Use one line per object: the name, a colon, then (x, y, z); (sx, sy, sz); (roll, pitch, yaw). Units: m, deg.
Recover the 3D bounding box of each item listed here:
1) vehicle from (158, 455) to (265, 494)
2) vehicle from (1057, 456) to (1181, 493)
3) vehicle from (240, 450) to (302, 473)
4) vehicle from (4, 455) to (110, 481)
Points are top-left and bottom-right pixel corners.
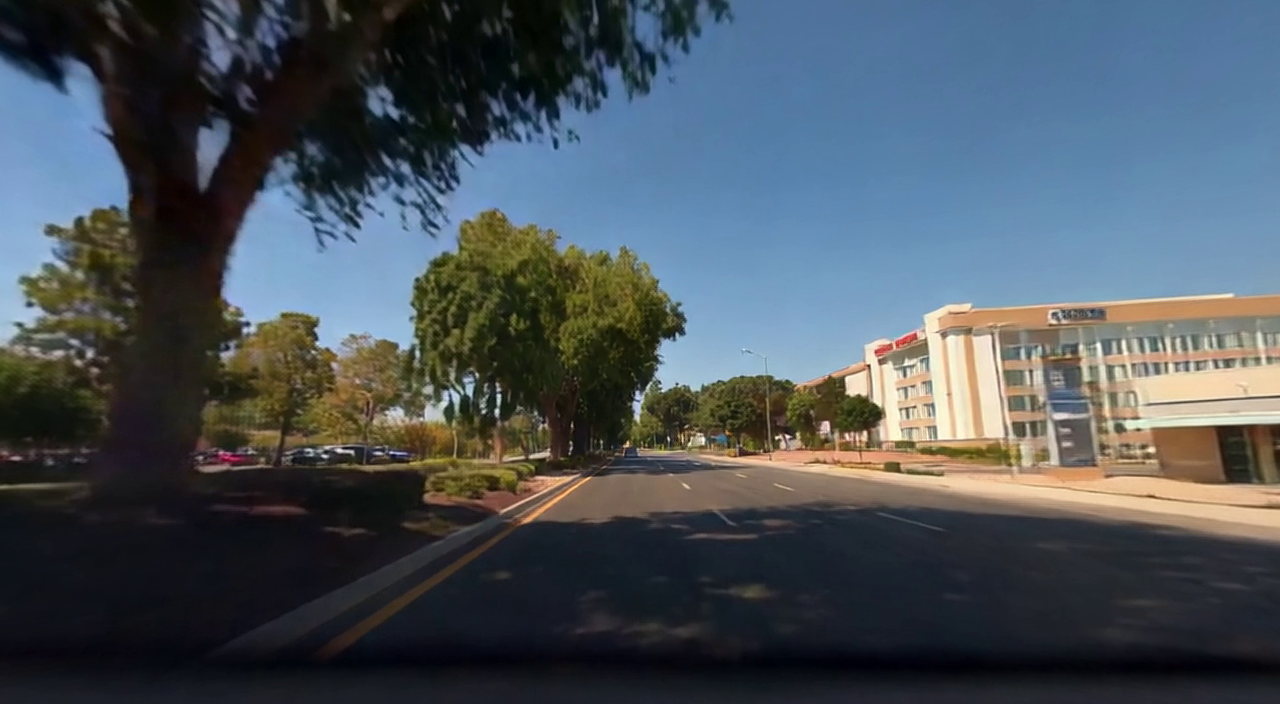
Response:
vehicle: (-19.480, 5.558, 28.990); (1.889, 1.497, 4.478); (-3, -9, -2)
vehicle: (20.806, 5.329, 27.561); (3.732, 1.503, 1.981); (0, -10, -1)
vehicle: (-28.578, 8.466, 49.075); (1.948, 1.689, 4.553); (0, -8, 2)
vehicle: (-36.133, 7.192, 39.259); (4.385, 1.485, 2.092); (0, -9, -2)
